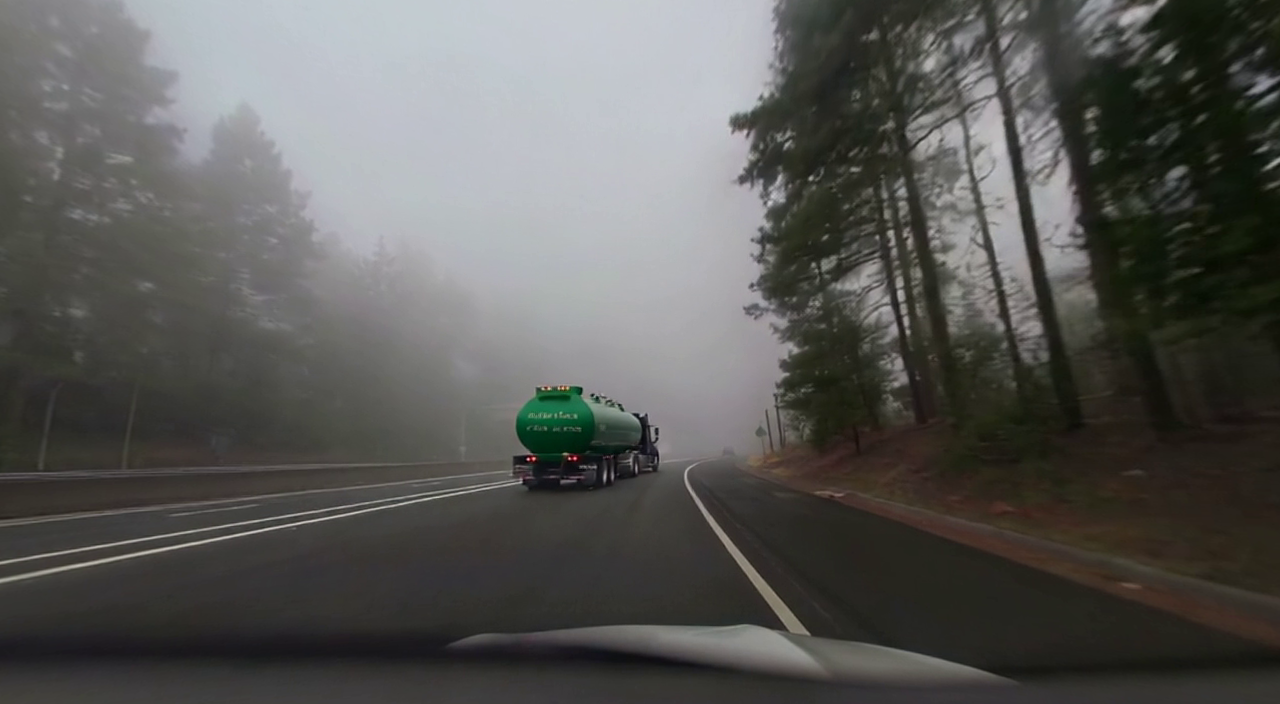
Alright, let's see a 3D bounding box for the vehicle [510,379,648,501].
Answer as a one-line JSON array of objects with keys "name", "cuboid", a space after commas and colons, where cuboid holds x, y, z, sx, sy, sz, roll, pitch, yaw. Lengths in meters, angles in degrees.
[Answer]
[{"name": "vehicle", "cuboid": [-1.828, 3.679, 26.269, 2.907, 3.747, 13.318, -1, -8, 7]}]
